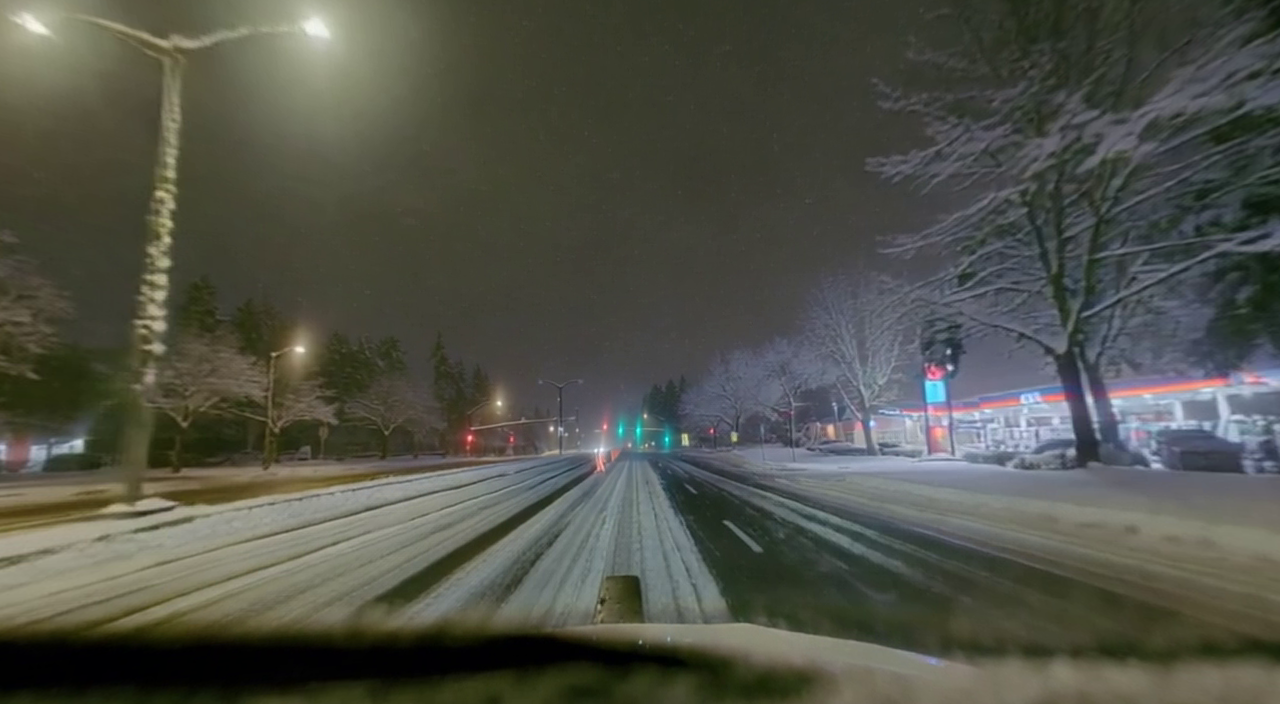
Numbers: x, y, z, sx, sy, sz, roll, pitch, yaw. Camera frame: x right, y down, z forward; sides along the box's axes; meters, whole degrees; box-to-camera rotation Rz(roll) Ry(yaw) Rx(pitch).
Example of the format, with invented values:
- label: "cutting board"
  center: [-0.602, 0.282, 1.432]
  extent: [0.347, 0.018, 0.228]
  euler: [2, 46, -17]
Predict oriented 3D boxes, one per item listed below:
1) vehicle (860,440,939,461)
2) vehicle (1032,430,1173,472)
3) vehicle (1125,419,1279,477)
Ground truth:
- label: "vehicle"
  center: [18.300, 6.963, 44.712]
  extent: [4.674, 1.399, 1.987]
  euler: [0, -8, 0]
- label: "vehicle"
  center: [17.946, 3.884, 24.873]
  extent: [1.912, 1.452, 4.796]
  euler: [0, -9, 0]
- label: "vehicle"
  center: [22.997, 3.766, 25.719]
  extent: [2.094, 1.937, 5.262]
  euler: [-3, -5, -3]
